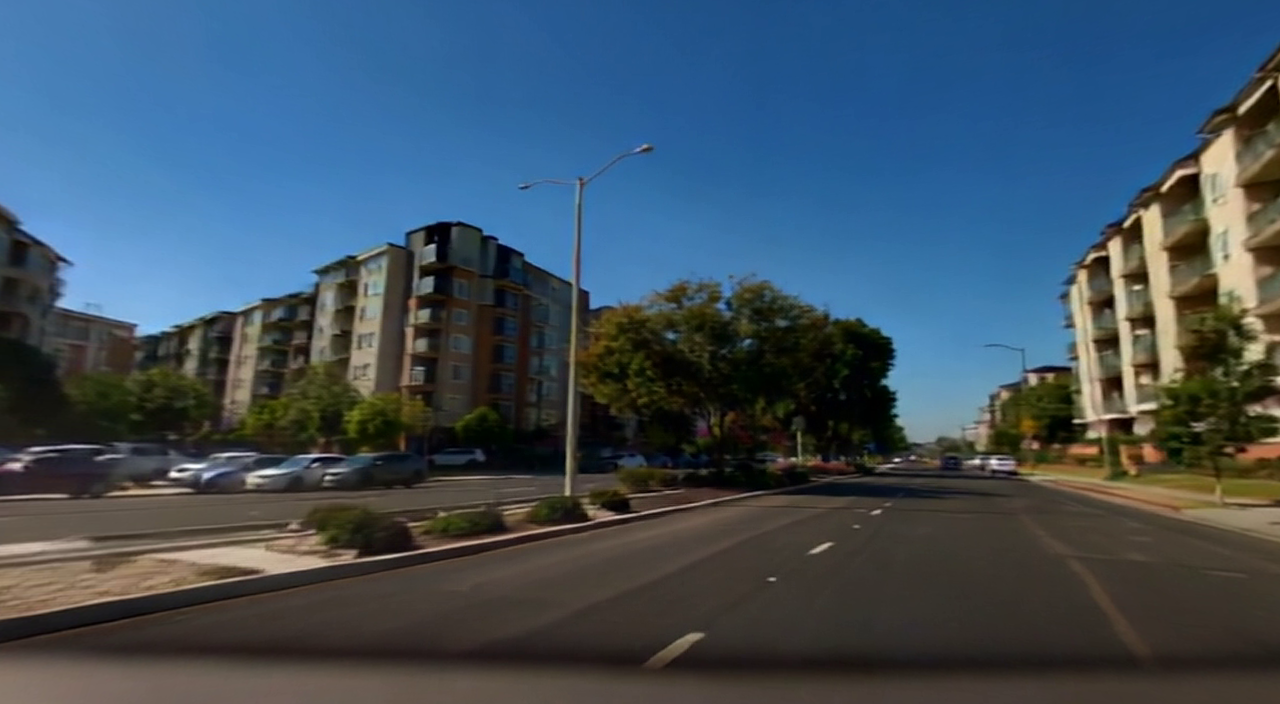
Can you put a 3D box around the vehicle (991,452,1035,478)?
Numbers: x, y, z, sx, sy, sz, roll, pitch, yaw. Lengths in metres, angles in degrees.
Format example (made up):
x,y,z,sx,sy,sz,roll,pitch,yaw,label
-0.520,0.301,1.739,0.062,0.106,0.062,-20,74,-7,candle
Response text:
x,y,z,sx,sy,sz,roll,pitch,yaw,label
28.827,8.688,48.757,2.241,1.877,4.810,-4,-9,23,vehicle

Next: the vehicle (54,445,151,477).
x,y,z,sx,sy,sz,roll,pitch,yaw,label
-26.620,5.353,31.182,4.220,1.450,2.086,-4,-10,27,vehicle

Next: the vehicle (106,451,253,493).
x,y,z,sx,sy,sz,roll,pitch,yaw,label
-18.557,4.868,25.701,1.933,1.479,4.718,-4,-11,10,vehicle

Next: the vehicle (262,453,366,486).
x,y,z,sx,sy,sz,roll,pitch,yaw,label
-16.396,5.890,31.894,1.816,1.496,4.384,-4,-10,25,vehicle
